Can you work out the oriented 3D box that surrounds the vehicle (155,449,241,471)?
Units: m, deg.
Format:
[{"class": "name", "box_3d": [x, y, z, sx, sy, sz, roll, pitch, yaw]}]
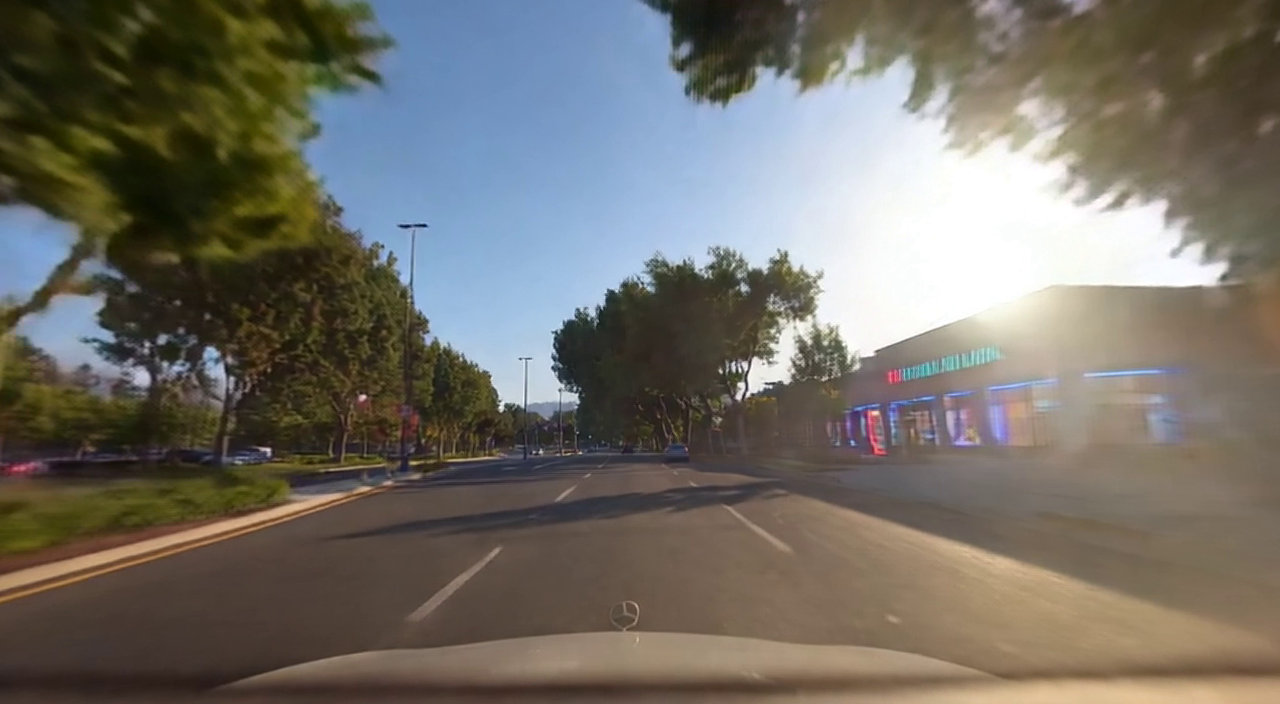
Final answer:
[{"class": "vehicle", "box_3d": [-33.028, 8.075, 47.167, 4.736, 1.573, 2.176, 0, -8, -3]}]

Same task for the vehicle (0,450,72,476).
[{"class": "vehicle", "box_3d": [-45.616, 8.221, 46.599, 5.020, 1.719, 2.107, -2, -8, -1]}]
